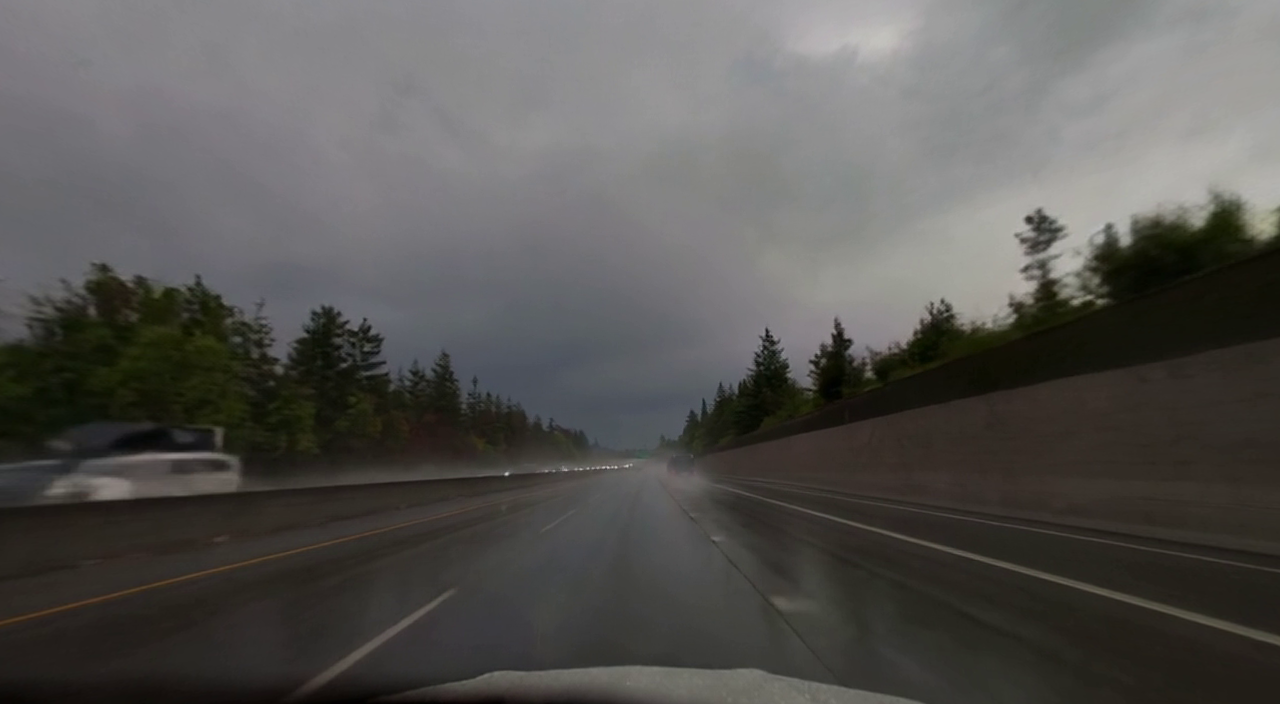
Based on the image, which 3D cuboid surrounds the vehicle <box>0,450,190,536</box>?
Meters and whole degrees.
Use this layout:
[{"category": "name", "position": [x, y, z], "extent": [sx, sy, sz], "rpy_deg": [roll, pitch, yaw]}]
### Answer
[{"category": "vehicle", "position": [-10.661, 2.583, 11.924], "extent": [1.690, 1.352, 3.506], "rpy_deg": [1, -10, -1]}]
